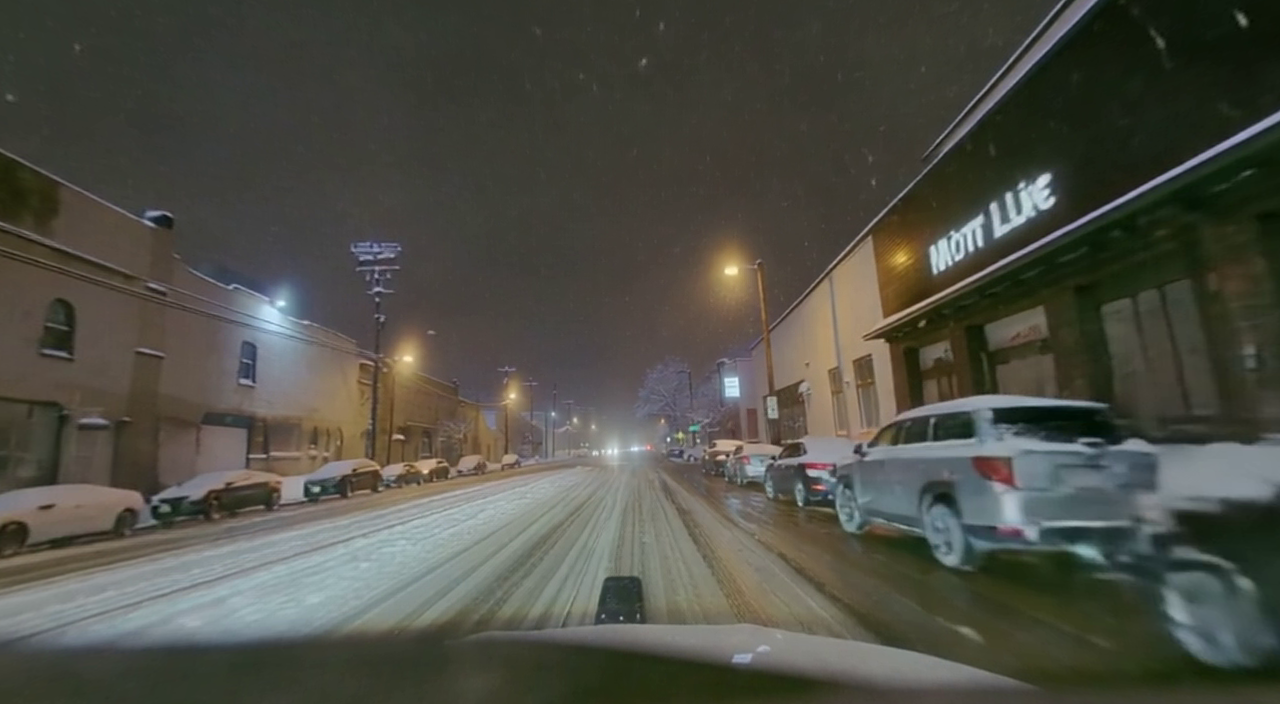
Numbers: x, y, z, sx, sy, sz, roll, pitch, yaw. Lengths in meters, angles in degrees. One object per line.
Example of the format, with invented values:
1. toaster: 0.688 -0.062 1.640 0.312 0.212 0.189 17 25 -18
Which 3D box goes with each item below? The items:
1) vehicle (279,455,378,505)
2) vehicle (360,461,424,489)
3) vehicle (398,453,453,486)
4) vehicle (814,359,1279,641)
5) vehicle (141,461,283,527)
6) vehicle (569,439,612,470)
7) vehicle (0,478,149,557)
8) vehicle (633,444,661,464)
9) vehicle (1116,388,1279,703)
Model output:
1. vehicle: -15.215 6.218 31.250 2.124 1.835 5.450 -6 -8 0
2. vehicle: -15.001 7.440 38.434 2.049 1.496 4.338 -1 -8 1
3. vehicle: -14.871 8.122 43.994 2.081 1.791 4.799 -6 -7 -1
4. vehicle: 3.780 1.354 6.829 2.180 1.847 5.196 0 -9 -2
5. vehicle: -15.138 4.984 22.715 2.020 1.695 4.629 -6 -8 -2
6. vehicle: -3.118 6.613 40.871 2.348 1.831 4.737 0 -8 1
7. vehicle: -15.256 4.052 15.735 2.076 1.518 4.981 -1 -8 0
8. vehicle: 0.497 7.996 49.843 2.099 1.470 4.270 0 -8 0
9. vehicle: 3.789 0.706 1.404 1.839 1.505 4.566 0 -9 -1
